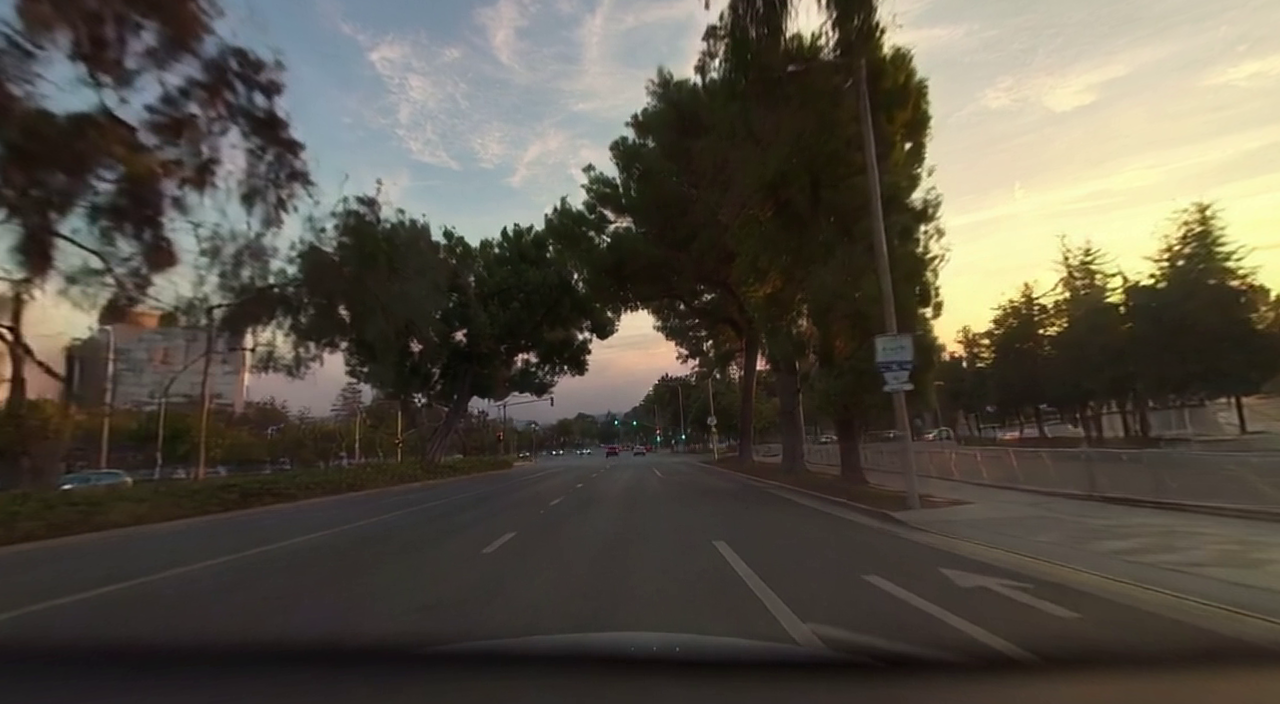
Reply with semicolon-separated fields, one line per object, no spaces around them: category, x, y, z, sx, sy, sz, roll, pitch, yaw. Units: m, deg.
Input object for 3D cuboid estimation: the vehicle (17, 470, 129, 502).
vehicle;-32.299;7.648;36.151;2.013;1.496;4.799;0;-9;0
